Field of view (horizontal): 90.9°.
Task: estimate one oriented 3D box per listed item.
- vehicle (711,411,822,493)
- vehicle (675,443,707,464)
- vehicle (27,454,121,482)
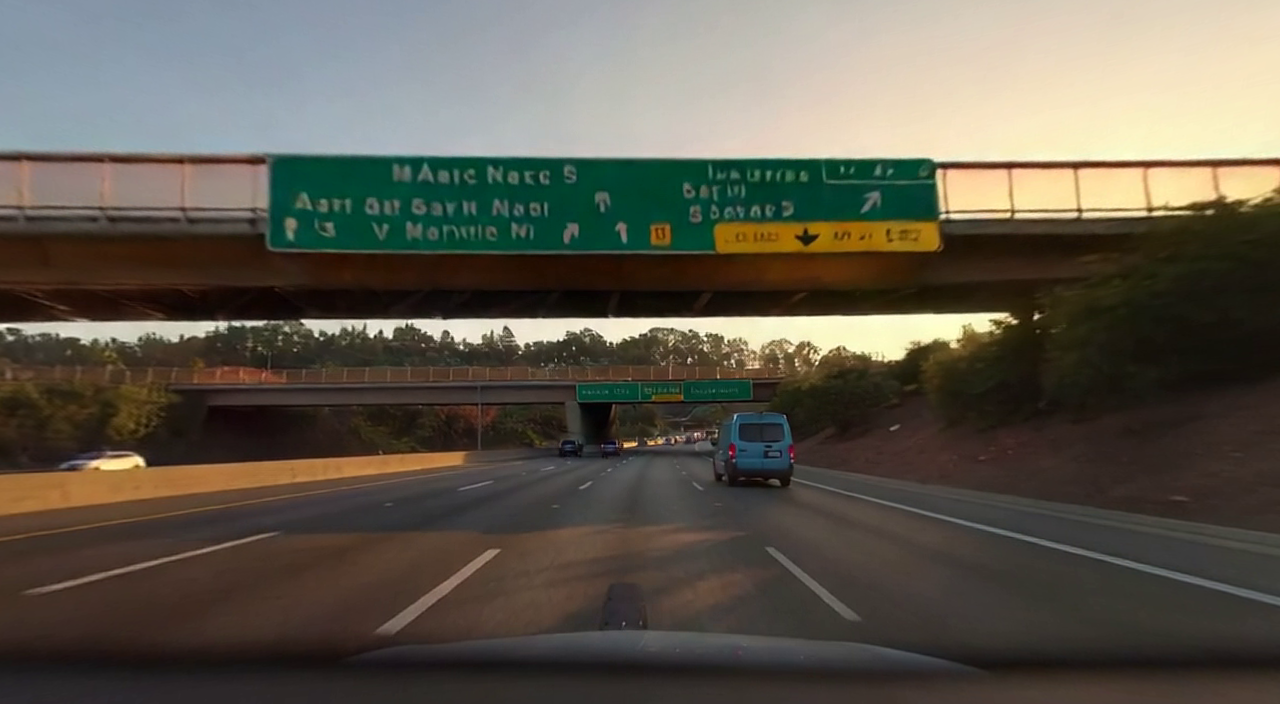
[{"bbox_3d":[3.791,3.148,20.148,2.347,2.234,5.352,0,-9,-1],"label":"vehicle"},{"bbox_3d":[3.698,7.420,46.437,1.883,1.456,4.044,0,-8,-1],"label":"vehicle"},{"bbox_3d":[-38.583,7.879,43.151,1.946,1.686,4.798,0,-8,0],"label":"vehicle"}]
